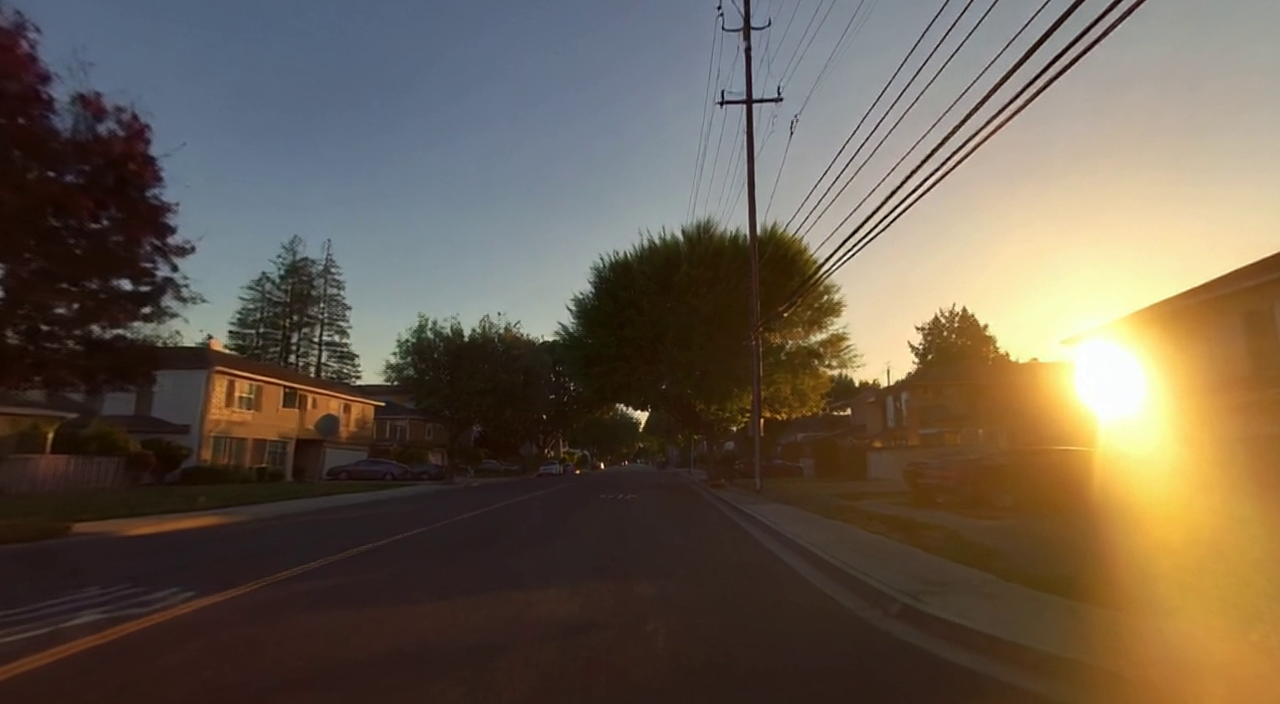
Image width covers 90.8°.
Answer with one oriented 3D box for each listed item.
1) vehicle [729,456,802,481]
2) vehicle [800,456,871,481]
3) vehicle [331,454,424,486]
[{"bbox_3d":[9.270,8.644,46.858,4.952,1.775,2.089,0,-10,1],"label":"vehicle"},{"bbox_3d":[12.986,7.781,42.244,4.122,1.610,1.888,0,-9,2],"label":"vehicle"},{"bbox_3d":[-15.177,6.830,36.656,4.500,1.714,1.924,-1,-10,7],"label":"vehicle"}]
